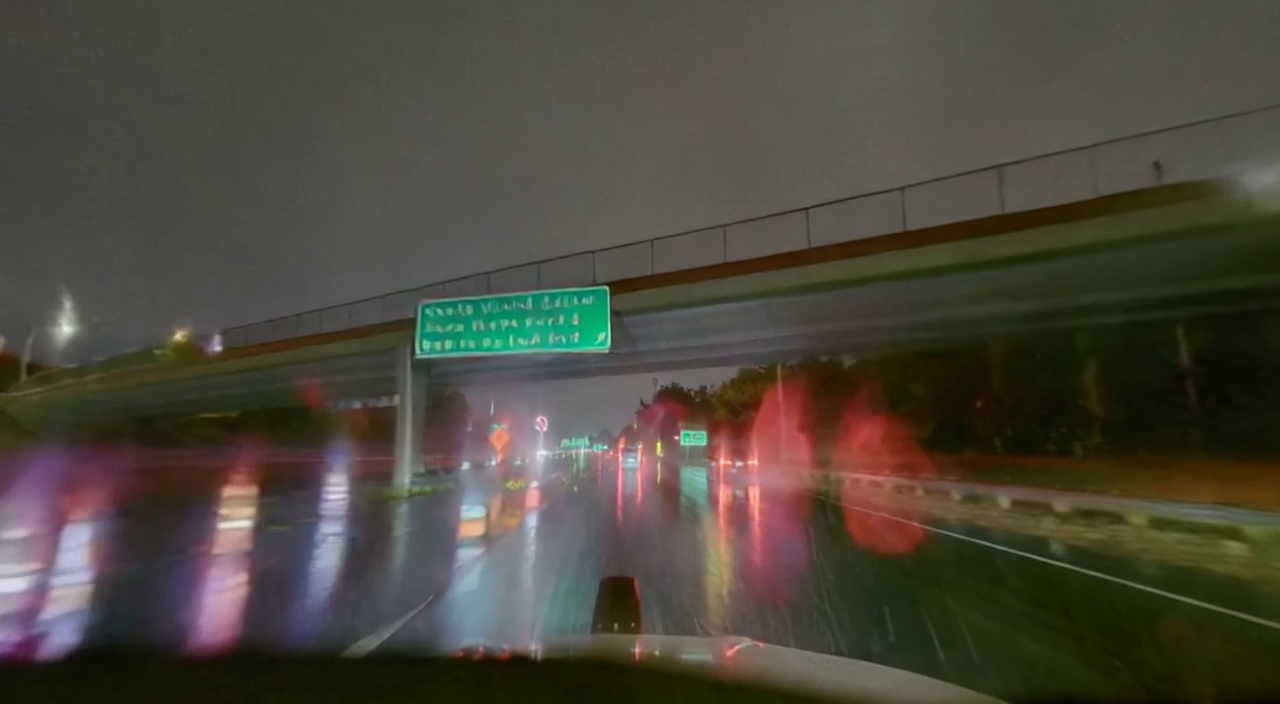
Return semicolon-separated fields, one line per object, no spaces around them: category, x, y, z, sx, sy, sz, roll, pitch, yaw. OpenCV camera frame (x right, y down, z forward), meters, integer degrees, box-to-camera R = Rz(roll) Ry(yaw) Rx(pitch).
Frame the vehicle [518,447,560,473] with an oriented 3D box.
vehicle;-6.287;6.745;39.789;1.997;1.507;4.248;0;-9;-1

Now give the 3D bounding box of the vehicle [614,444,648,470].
vehicle;-0.596;6.928;41.764;2.109;1.638;3.856;0;-9;-1
